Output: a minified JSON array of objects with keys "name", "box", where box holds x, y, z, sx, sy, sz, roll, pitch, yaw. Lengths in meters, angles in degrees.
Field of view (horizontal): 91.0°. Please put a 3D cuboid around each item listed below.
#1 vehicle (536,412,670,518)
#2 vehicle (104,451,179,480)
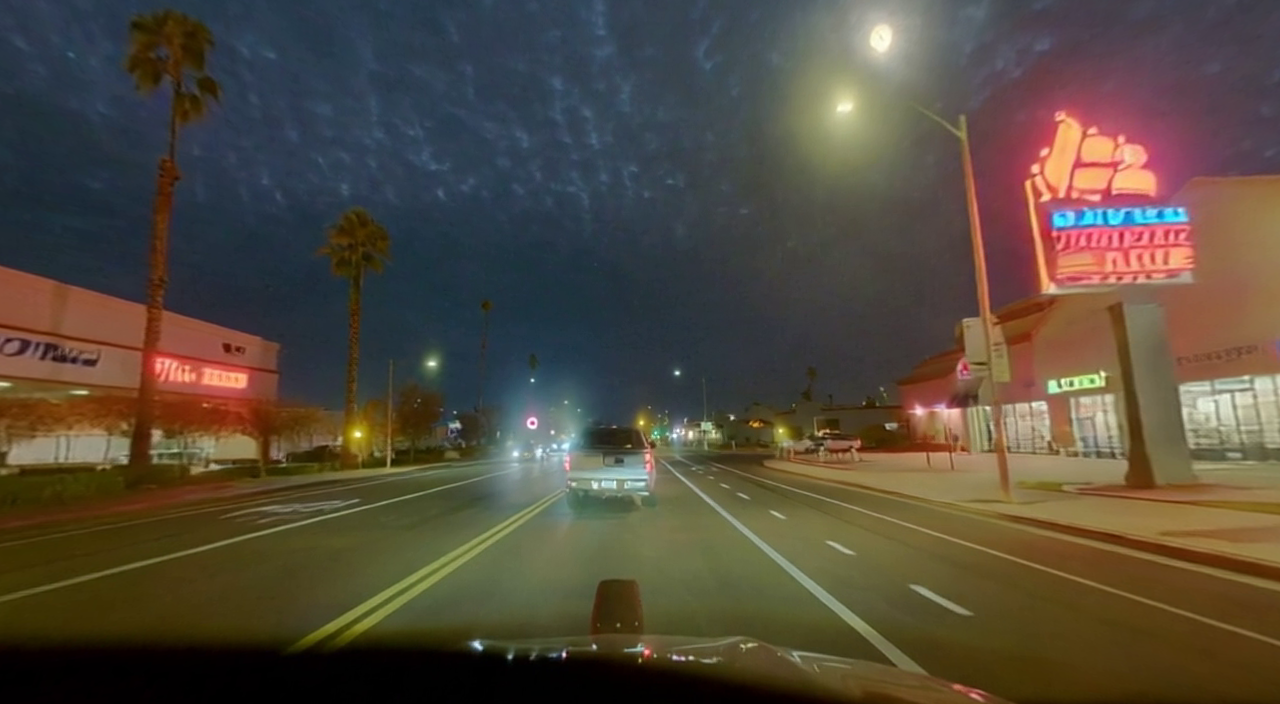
[{"name":"vehicle","box":[-0.655,2.203,12.696,2.239,1.763,4.096,0,-8,-1]},{"name":"vehicle","box":[-29.185,6.617,37.011,2.172,1.504,4.669,3,-9,-23]}]
